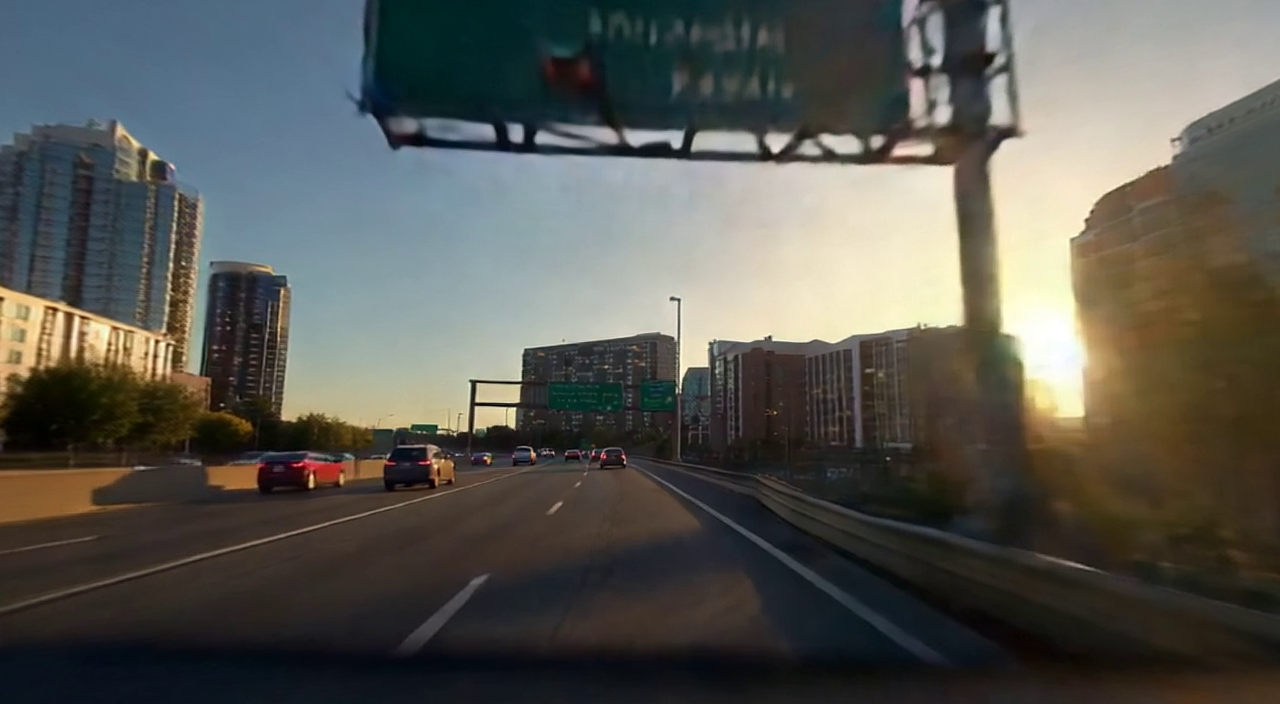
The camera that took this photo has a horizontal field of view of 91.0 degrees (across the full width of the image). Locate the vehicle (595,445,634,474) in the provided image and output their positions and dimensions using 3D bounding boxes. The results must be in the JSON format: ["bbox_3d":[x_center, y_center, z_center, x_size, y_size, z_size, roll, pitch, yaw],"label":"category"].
[{"bbox_3d":[-1.477,6.173,36.404,2.110,1.501,4.319,0,-9,-3],"label":"vehicle"}]

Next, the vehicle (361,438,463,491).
[{"bbox_3d":[-7.942,3.951,22.441,2.065,1.689,4.399,0,-9,-1],"label":"vehicle"}]

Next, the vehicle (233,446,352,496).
[{"bbox_3d":[-11.739,4.008,21.624,1.936,1.501,3.900,0,-9,-1],"label":"vehicle"}]
